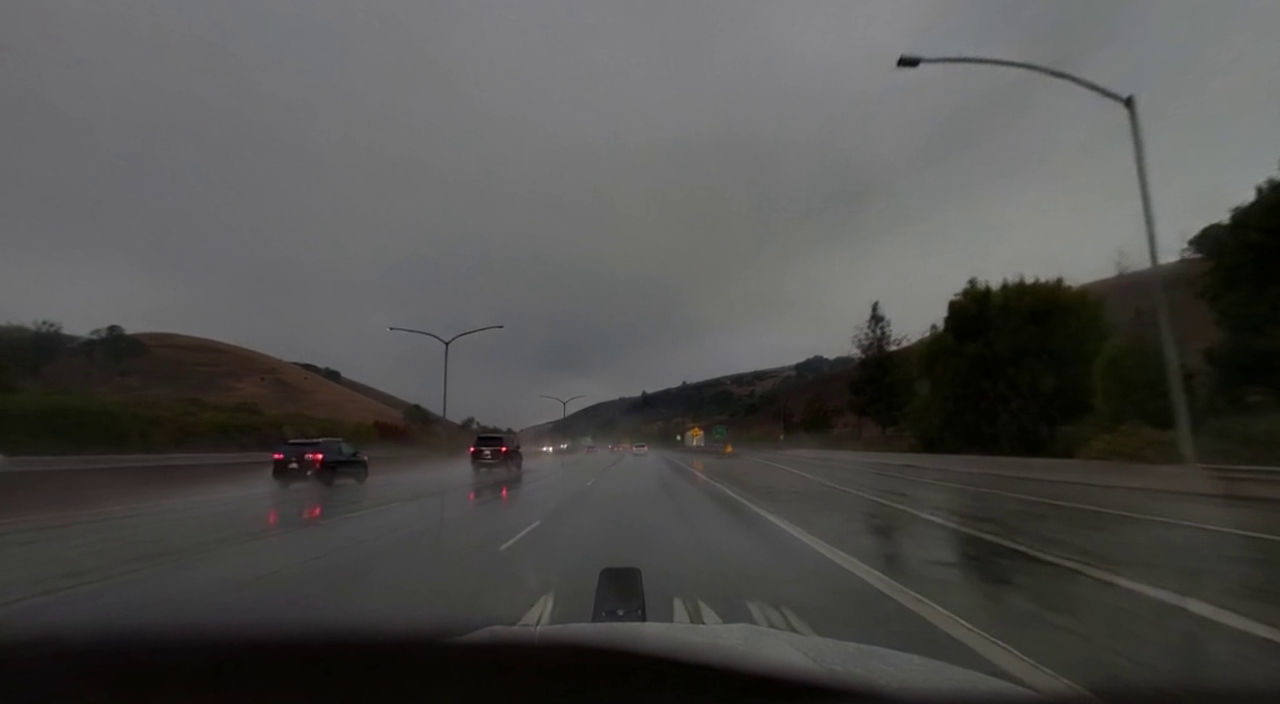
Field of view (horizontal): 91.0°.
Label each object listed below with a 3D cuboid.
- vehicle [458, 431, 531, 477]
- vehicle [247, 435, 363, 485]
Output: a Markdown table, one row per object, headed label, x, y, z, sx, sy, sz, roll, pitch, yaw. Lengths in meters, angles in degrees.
| label | x | y | z | sx | sy | sz | roll | pitch | yaw |
| --- | --- | --- | --- | --- | --- | --- | --- | --- | --- |
| vehicle | -6.732 | 4.798 | 29.759 | 2.219 | 1.947 | 4.924 | -1 | -9 | 1 |
| vehicle | -13.760 | 4.458 | 26.303 | 2.079 | 1.822 | 4.893 | -1 | -9 | 1 |
